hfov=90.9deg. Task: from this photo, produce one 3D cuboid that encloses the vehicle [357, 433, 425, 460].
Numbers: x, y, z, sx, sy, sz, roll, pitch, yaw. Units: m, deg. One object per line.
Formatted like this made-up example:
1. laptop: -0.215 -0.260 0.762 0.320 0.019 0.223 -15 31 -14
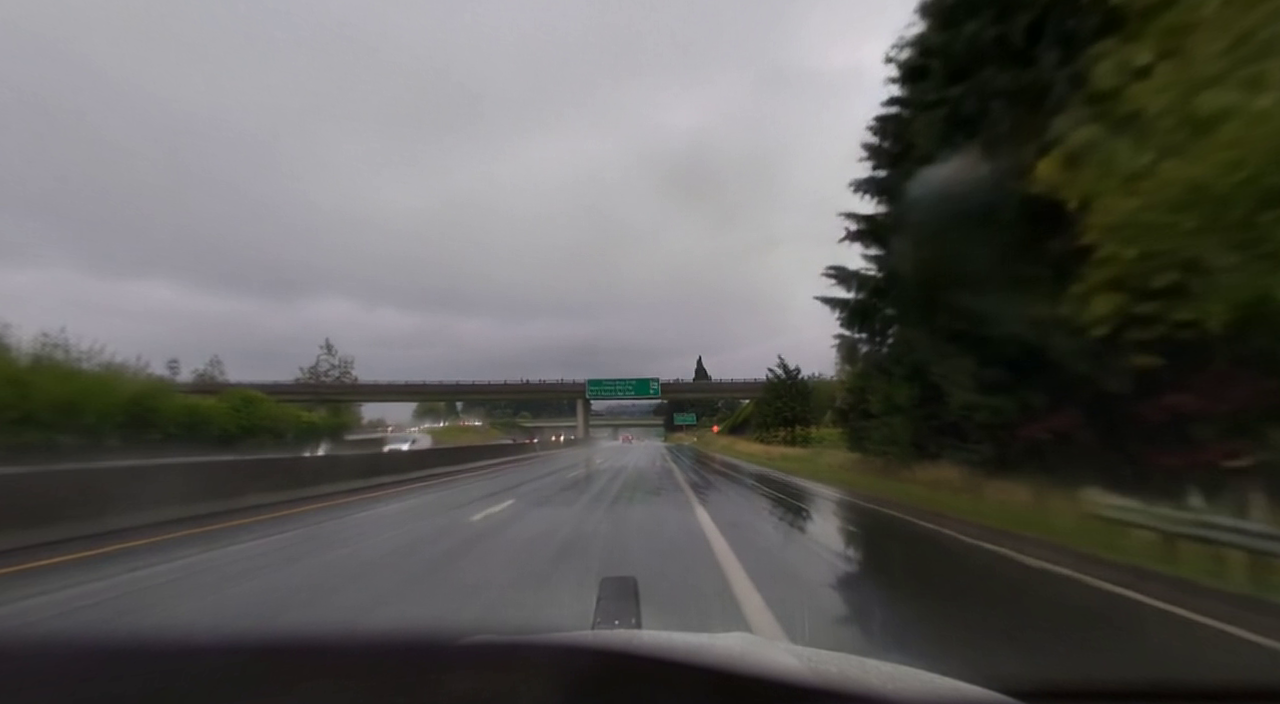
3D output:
1. vehicle: -15.299 5.799 39.053 2.223 1.560 4.808 0 -8 0
